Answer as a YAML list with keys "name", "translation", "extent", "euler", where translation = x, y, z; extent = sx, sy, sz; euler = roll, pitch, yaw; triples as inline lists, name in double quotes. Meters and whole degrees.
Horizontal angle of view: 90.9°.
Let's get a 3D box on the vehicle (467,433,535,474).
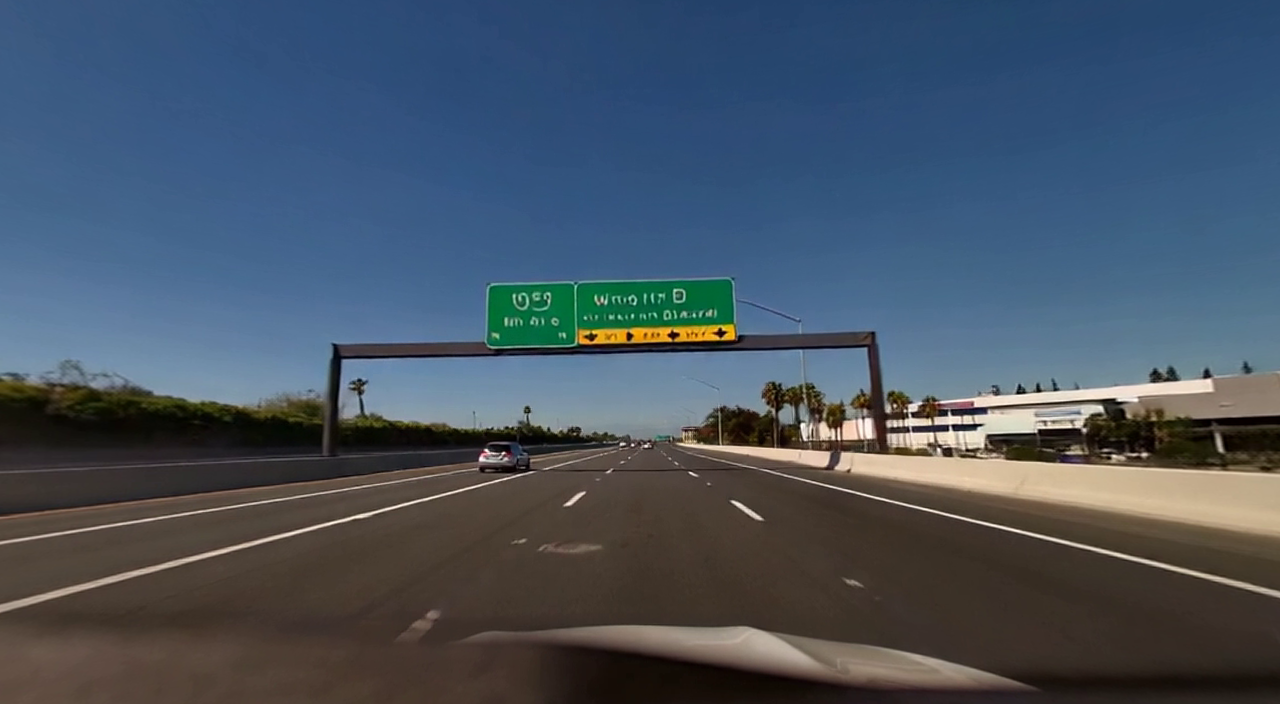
- name: "vehicle"
  translation: [-6.670, 4.939, 30.816]
  extent: [2.145, 1.793, 4.762]
  euler: [0, -8, 1]
